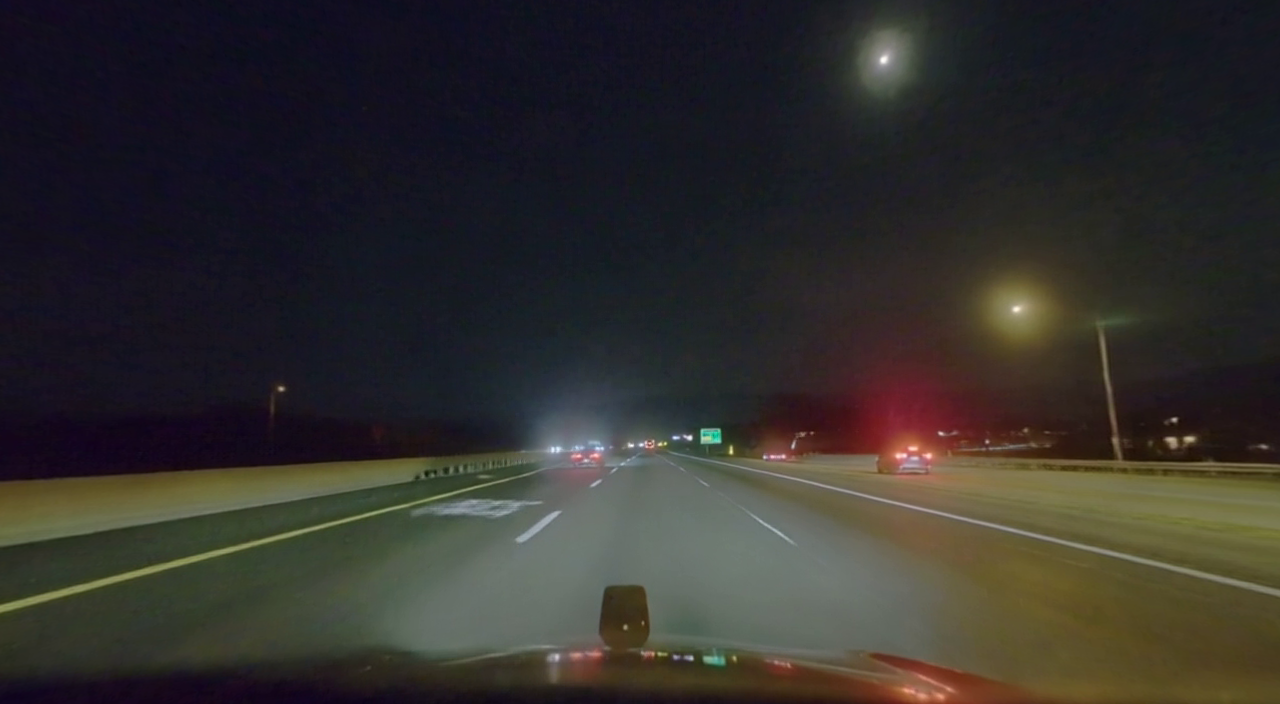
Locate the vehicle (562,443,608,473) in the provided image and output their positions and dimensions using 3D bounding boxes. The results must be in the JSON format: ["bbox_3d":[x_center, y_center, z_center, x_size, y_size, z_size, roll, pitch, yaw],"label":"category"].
[{"bbox_3d":[-2.914,5.730,34.248,1.968,1.504,3.892,0,-8,3],"label":"vehicle"}]
